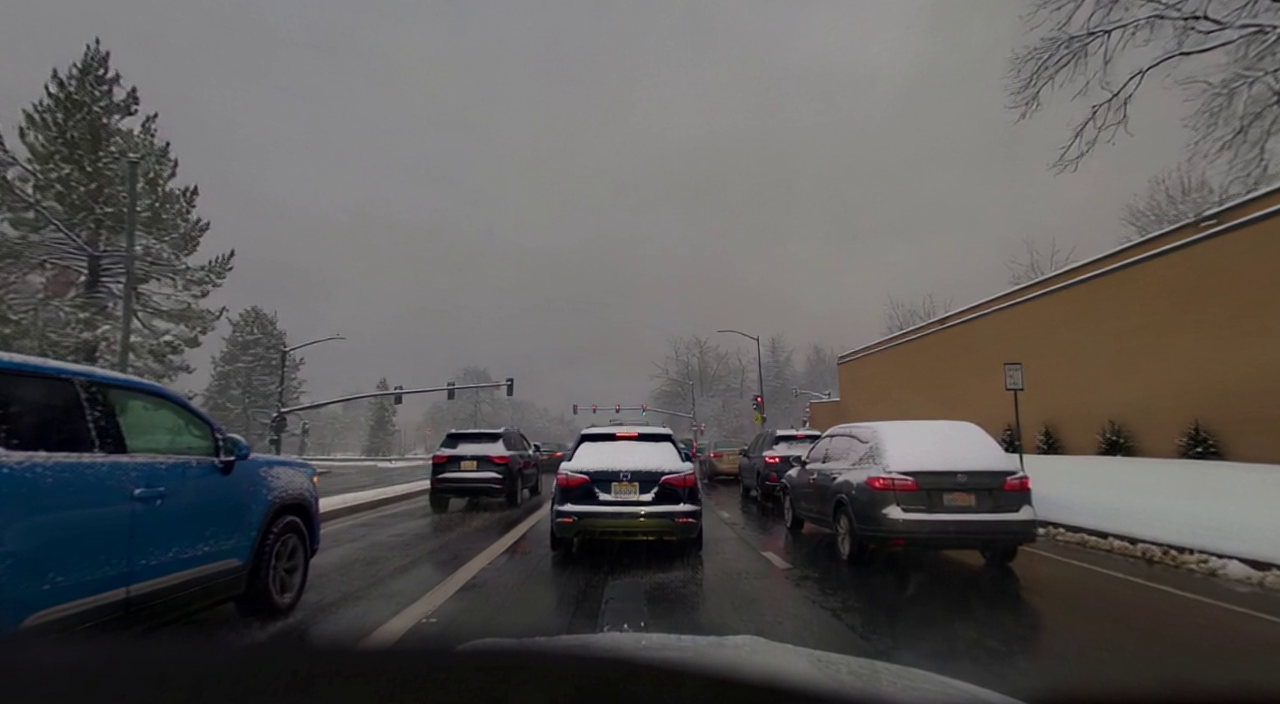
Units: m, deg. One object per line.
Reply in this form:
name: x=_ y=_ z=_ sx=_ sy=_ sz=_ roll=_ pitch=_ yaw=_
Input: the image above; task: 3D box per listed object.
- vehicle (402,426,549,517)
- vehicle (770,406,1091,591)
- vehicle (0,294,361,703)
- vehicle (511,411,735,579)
vehicle: x=-3.529 y=2.664 z=14.596 sx=2.067 sy=1.759 sz=4.631 roll=0 pitch=-8 yaw=1
vehicle: x=3.144 y=1.677 z=8.060 sx=2.029 sy=1.702 sz=4.281 roll=0 pitch=-8 yaw=0
vehicle: x=-3.522 y=0.863 z=3.271 sx=2.070 sy=1.913 sz=4.450 roll=0 pitch=-8 yaw=0
vehicle: x=-0.140 y=1.735 z=8.388 sx=2.245 sy=1.677 sz=3.913 roll=0 pitch=-8 yaw=1
